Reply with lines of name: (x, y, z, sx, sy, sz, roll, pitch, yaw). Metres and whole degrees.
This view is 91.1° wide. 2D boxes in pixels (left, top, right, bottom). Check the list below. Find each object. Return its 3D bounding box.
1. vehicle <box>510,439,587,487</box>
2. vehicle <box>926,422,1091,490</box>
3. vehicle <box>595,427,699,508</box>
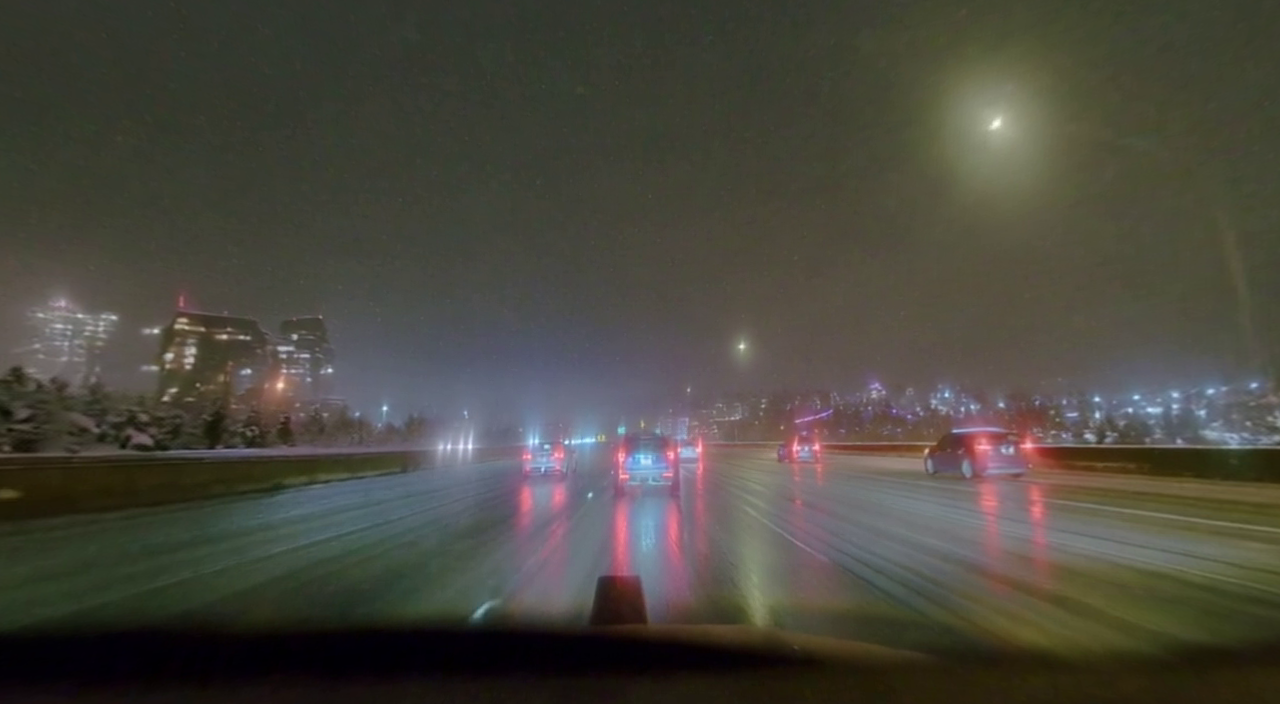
vehicle: (-3.112, 3.882, 22.394, 2.011, 1.510, 4.698, 0, -8, 1)
vehicle: (10.696, 3.064, 18.734, 2.133, 1.770, 4.537, 0, -8, 0)
vehicle: (0.134, 2.663, 14.921, 2.099, 1.640, 4.134, 0, -8, 0)
